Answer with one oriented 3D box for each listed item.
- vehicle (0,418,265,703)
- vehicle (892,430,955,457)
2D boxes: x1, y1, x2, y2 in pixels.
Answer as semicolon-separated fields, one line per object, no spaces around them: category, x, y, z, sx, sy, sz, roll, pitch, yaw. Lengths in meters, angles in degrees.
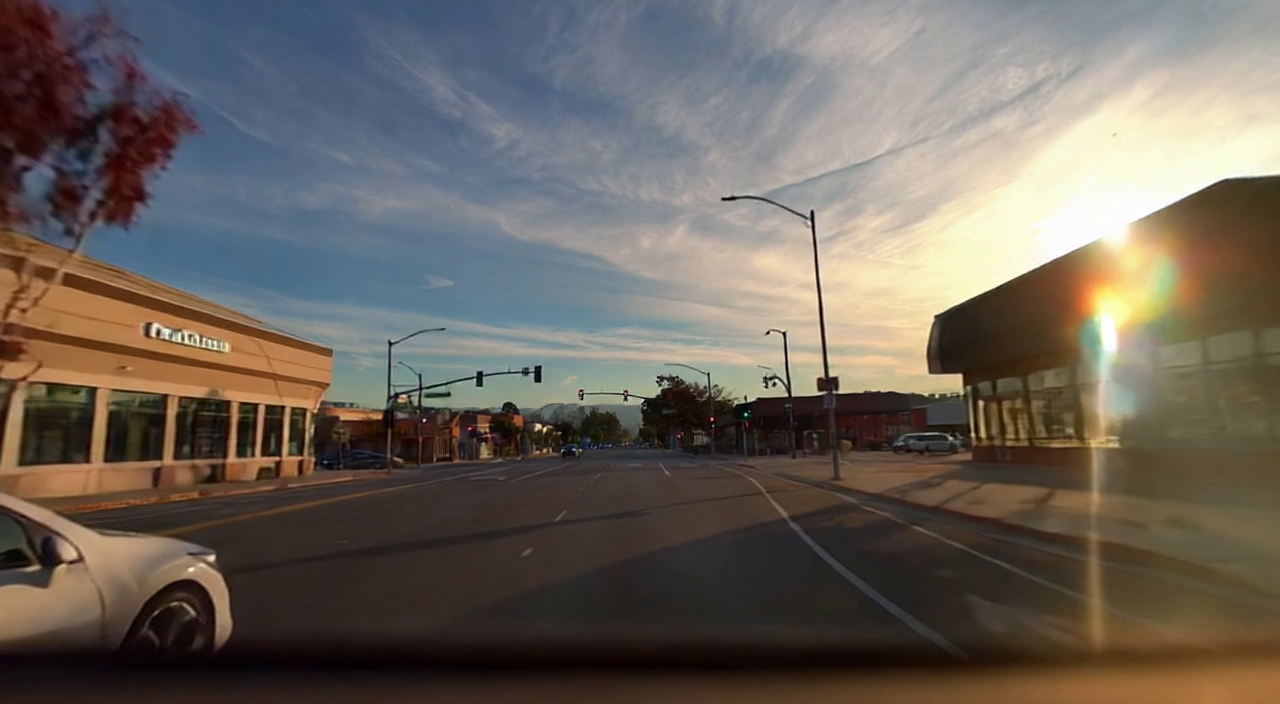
vehicle;-2.976;0.798;1.064;1.874;1.424;4.553;-1;-8;0
vehicle;18.538;6.031;41.586;1.879;1.643;4.484;0;-8;-3
